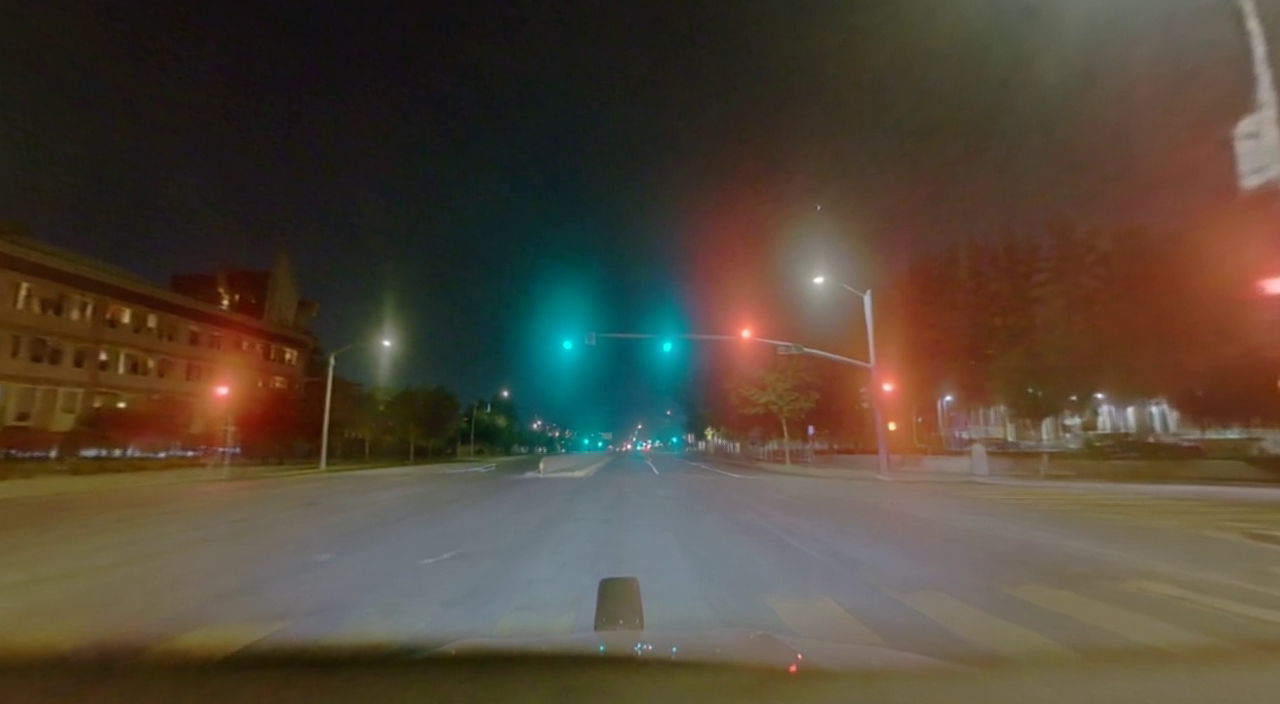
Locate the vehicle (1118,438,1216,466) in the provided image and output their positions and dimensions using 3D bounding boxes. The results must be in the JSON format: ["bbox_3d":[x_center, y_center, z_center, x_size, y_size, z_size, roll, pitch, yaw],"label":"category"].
[{"bbox_3d":[34.444,6.543,41.389,4.520,1.812,2.015,0,-9,0],"label":"vehicle"}]

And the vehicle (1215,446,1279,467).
[{"bbox_3d":[46.709,7.977,48.279,4.083,1.466,1.972,2,-10,-14],"label":"vehicle"}]
